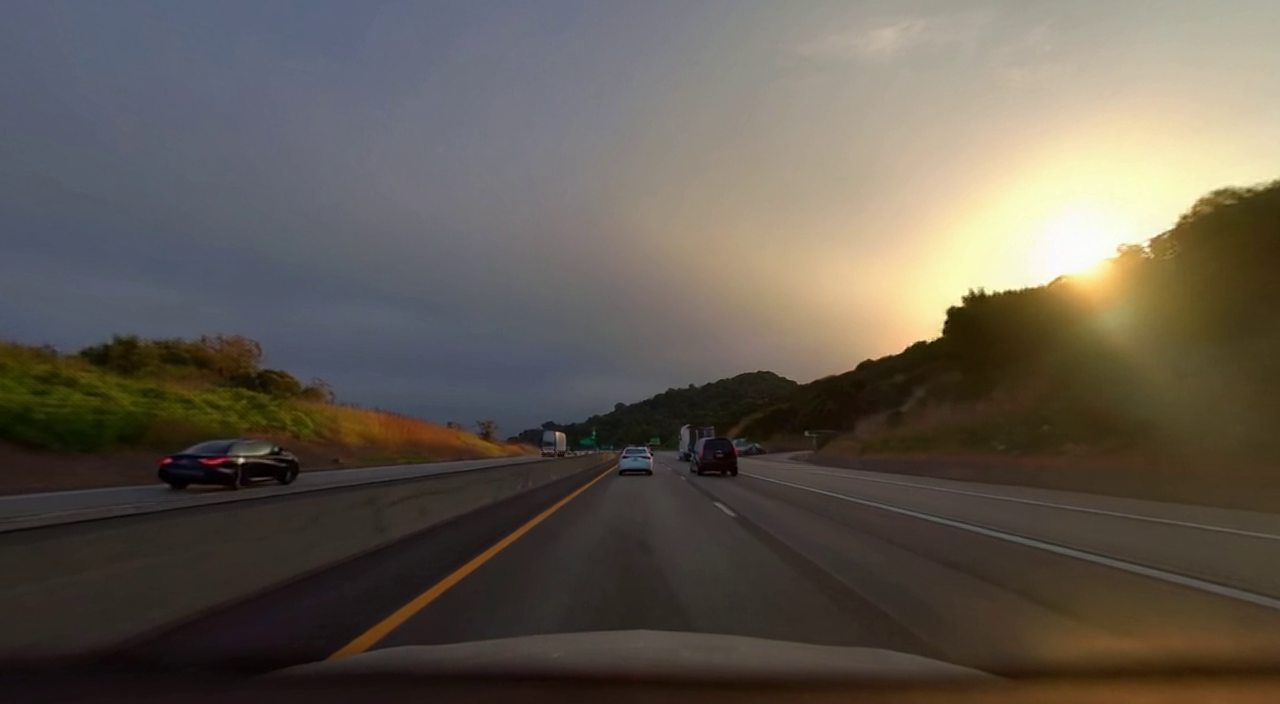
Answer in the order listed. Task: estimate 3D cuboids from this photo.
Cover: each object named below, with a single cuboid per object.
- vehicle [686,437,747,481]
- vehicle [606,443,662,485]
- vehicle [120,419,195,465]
[{"bbox_3d":[3.182,4.585,27.196,2.048,1.704,4.284,0,-9,-1],"label":"vehicle"},{"bbox_3d":[-0.227,4.223,23.929,1.970,1.441,3.846,0,-9,-1],"label":"vehicle"},{"bbox_3d":[-35.311,6.603,46.241,2.857,3.275,3.008,0,-9,2],"label":"vehicle"}]
